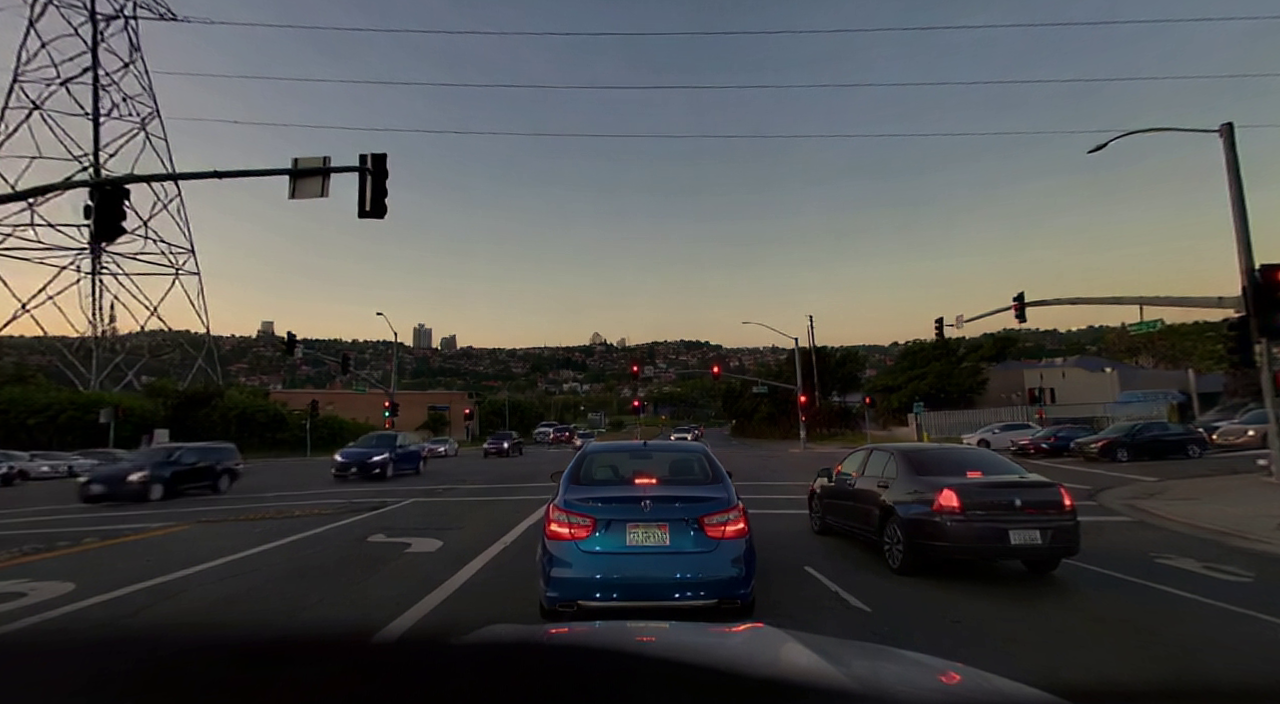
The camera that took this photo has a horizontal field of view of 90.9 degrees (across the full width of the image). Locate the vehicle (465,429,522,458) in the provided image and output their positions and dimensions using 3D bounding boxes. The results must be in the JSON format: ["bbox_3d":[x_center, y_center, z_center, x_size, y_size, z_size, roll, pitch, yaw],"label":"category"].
[{"bbox_3d":[-9.405,5.945,40.995,2.239,1.719,4.948,-1,-8,4],"label":"vehicle"}]

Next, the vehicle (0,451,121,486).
[{"bbox_3d":[-25.881,5.114,27.785,4.263,1.464,1.895,0,-8,-1],"label":"vehicle"}]

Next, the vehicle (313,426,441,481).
[{"bbox_3d":[-9.772,3.855,24.103,2.161,1.818,5.672,-1,-8,3],"label":"vehicle"}]

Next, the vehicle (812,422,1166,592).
[{"bbox_3d":[3.667,1.679,7.715,1.835,1.473,4.190,0,-8,-1],"label":"vehicle"}]

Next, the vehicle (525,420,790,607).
[{"bbox_3d":[0.126,1.593,7.126,2.117,1.474,4.036,0,-8,0],"label":"vehicle"}]

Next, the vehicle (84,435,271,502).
[{"bbox_3d":[-13.474,3.393,18.850,1.939,1.727,4.695,0,-8,1],"label":"vehicle"}]
